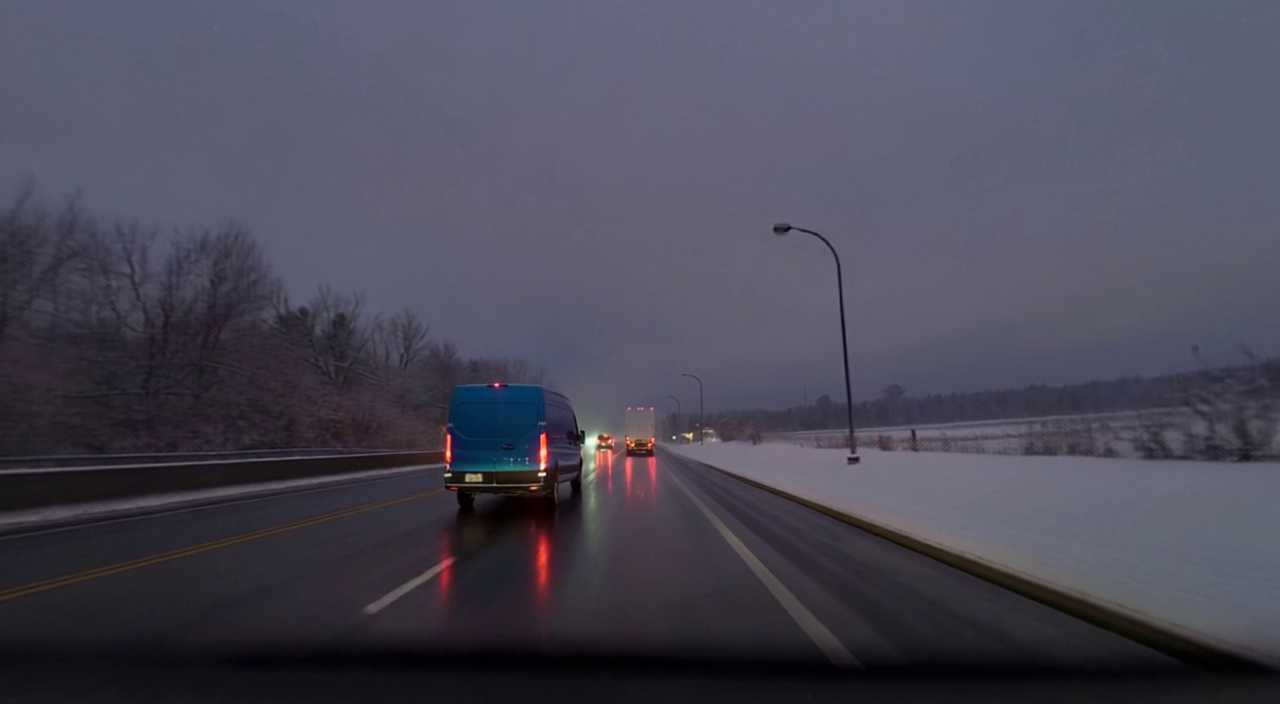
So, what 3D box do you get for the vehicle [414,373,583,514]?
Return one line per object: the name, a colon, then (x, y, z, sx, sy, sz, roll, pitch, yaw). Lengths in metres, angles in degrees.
vehicle: (-2.934, 2.152, 14.934, 2.497, 2.628, 6.016, 0, -8, 1)
